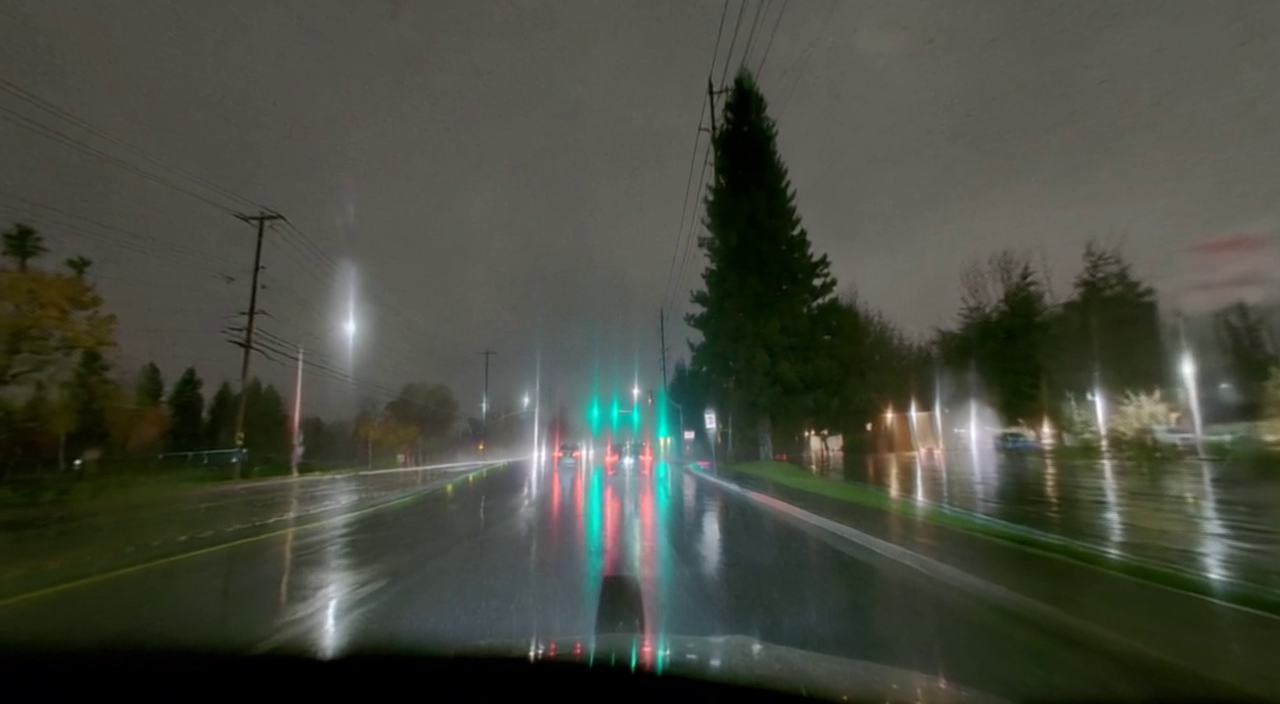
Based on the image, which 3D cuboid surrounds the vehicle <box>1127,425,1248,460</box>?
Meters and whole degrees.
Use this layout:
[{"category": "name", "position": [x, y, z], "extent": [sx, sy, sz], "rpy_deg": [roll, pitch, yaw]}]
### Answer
[{"category": "vehicle", "position": [35.535, 5.952, 41.175], "extent": [2.609, 2.110, 5.813], "rpy_deg": [0, -9, -1]}]

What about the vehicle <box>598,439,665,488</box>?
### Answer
[{"category": "vehicle", "position": [-0.295, 4.067, 23.307], "extent": [2.235, 1.597, 4.918], "rpy_deg": [0, -9, 0]}]

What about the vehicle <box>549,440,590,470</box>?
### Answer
[{"category": "vehicle", "position": [-4.444, 6.583, 40.457], "extent": [2.189, 1.776, 4.342], "rpy_deg": [0, -9, 0]}]
